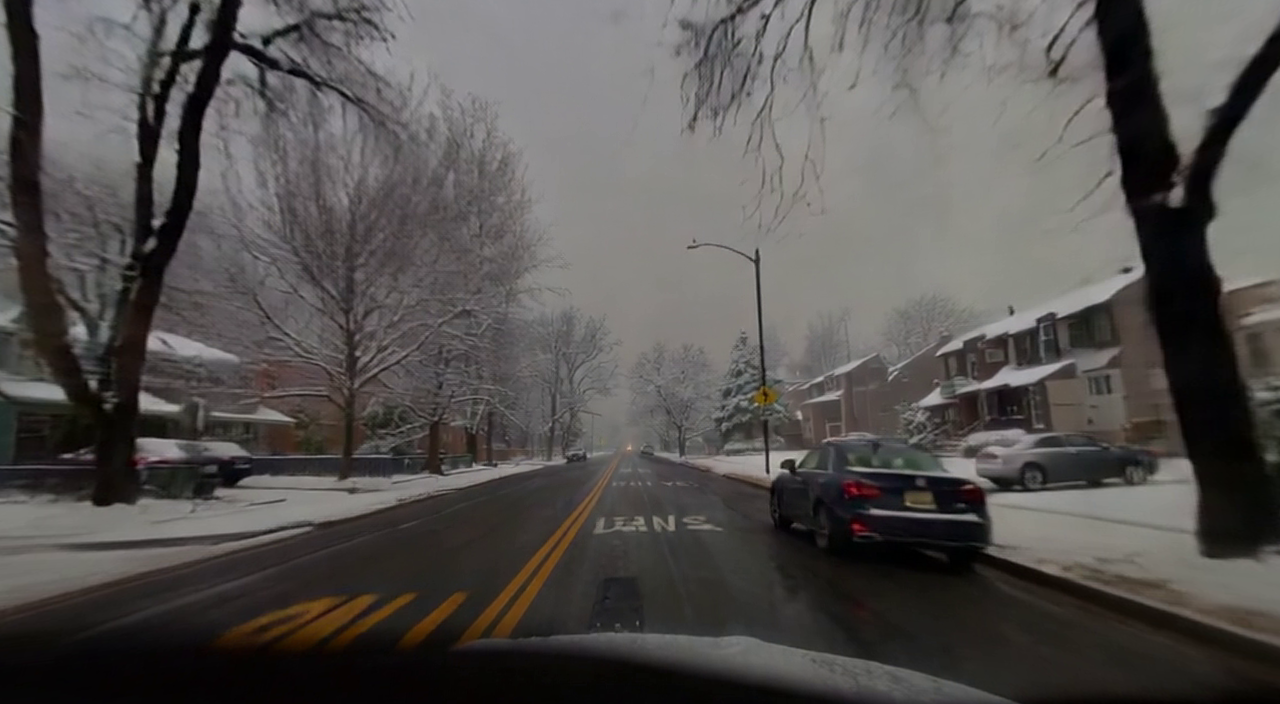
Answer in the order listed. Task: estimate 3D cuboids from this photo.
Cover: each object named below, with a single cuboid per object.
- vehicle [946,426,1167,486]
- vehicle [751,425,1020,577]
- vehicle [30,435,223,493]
[{"bbox_3d":[11.141,2.809,17.182,4.472,1.481,2.143,0,-8,0],"label":"vehicle"},{"bbox_3d":[3.071,1.951,9.192,1.988,1.618,4.567,0,-8,-1],"label":"vehicle"},{"bbox_3d":[-16.314,3.565,20.284,4.331,1.738,2.067,0,-9,1],"label":"vehicle"}]
